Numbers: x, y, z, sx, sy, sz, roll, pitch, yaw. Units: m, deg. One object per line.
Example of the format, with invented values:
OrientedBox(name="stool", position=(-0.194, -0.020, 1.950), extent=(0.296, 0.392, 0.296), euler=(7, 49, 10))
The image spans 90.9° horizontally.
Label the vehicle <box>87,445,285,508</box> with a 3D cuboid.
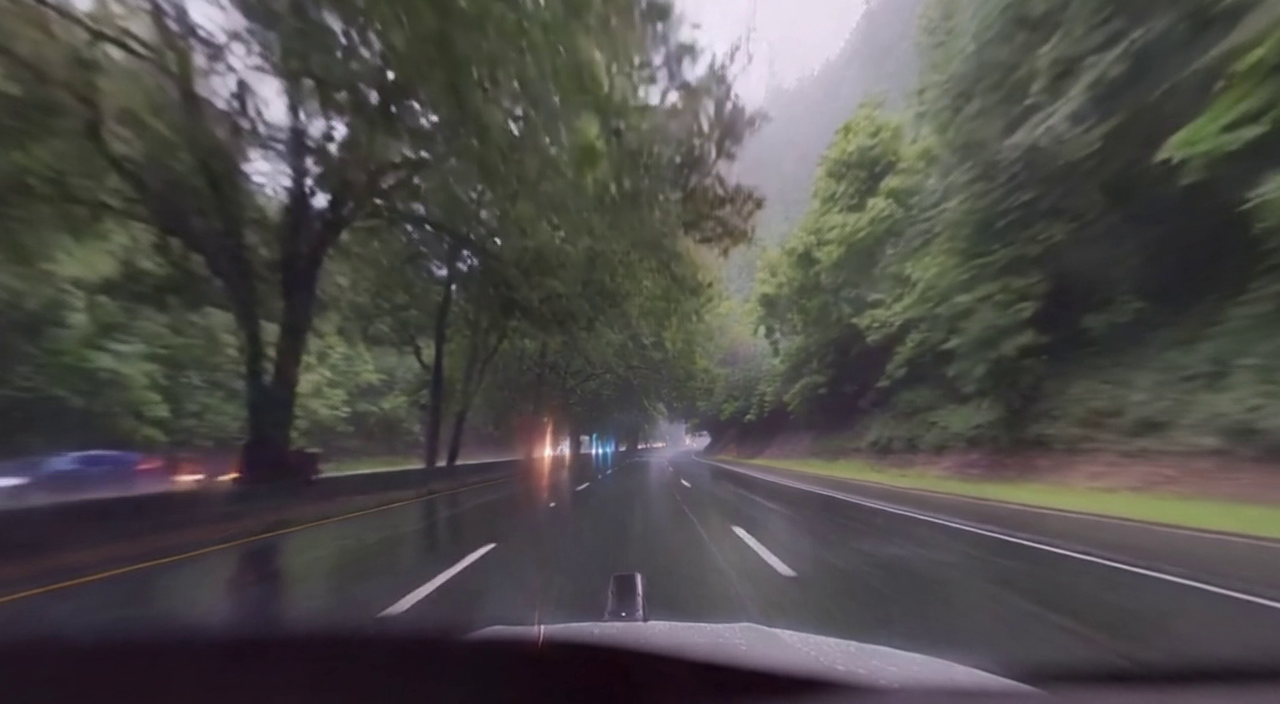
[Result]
OrientedBox(name="vehicle", position=(-11.966, 3.277, 17.080), extent=(2.024, 1.464, 4.388), euler=(0, -9, 1))
